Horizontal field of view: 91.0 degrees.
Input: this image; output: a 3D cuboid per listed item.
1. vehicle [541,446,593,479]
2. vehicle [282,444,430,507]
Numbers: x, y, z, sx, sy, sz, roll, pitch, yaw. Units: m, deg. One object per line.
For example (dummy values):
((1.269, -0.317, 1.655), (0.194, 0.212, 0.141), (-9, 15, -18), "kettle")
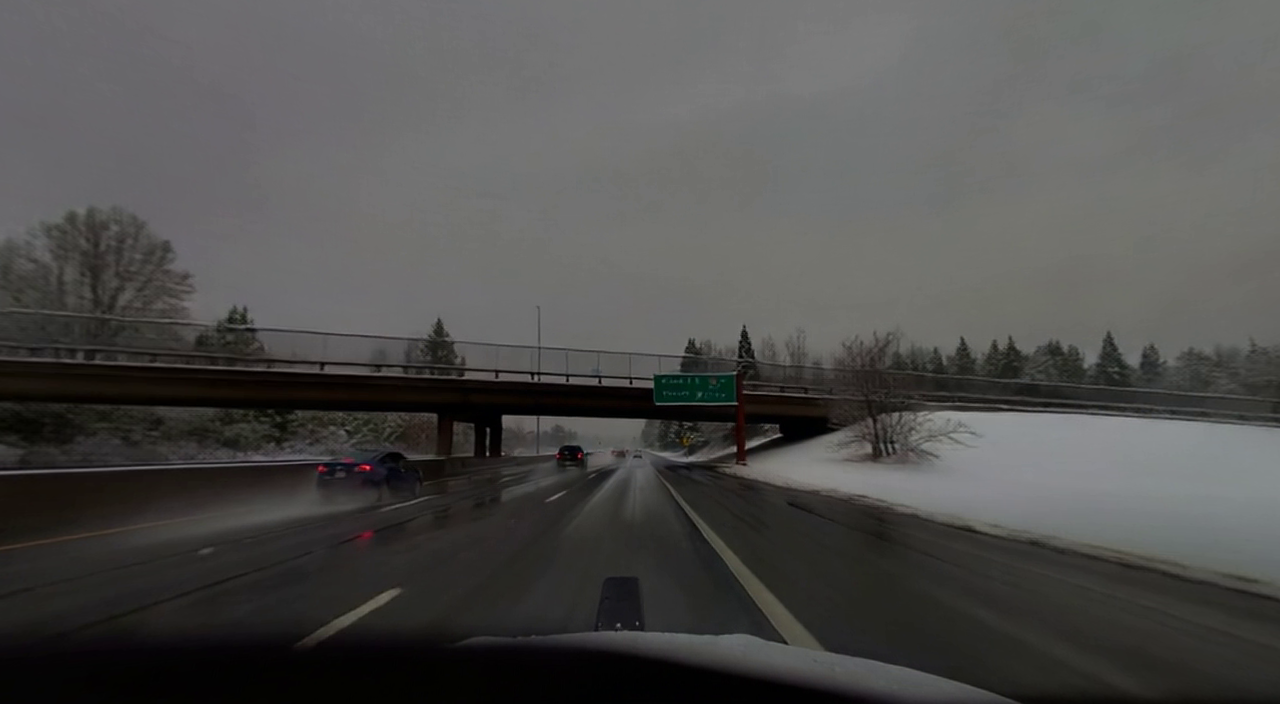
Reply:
((-3.801, 5.856, 33.639), (2.102, 1.571, 4.666), (0, -9, 1), "vehicle")
((-7.746, 3.393, 17.805), (2.002, 1.507, 4.631), (0, -9, 0), "vehicle")
